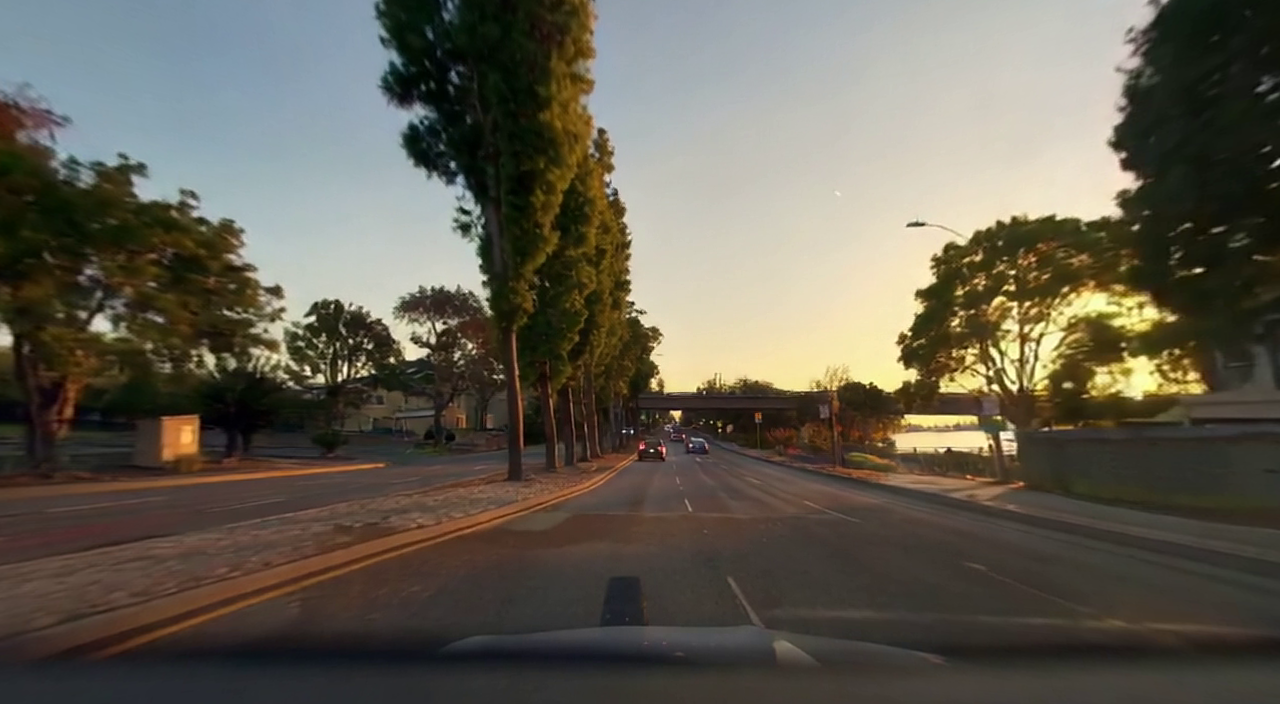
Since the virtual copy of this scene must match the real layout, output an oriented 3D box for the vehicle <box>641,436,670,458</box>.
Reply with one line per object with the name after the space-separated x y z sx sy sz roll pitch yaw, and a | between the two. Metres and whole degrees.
1.107 6.960 46.133 2.039 1.462 4.203 0 -9 1 | vehicle
